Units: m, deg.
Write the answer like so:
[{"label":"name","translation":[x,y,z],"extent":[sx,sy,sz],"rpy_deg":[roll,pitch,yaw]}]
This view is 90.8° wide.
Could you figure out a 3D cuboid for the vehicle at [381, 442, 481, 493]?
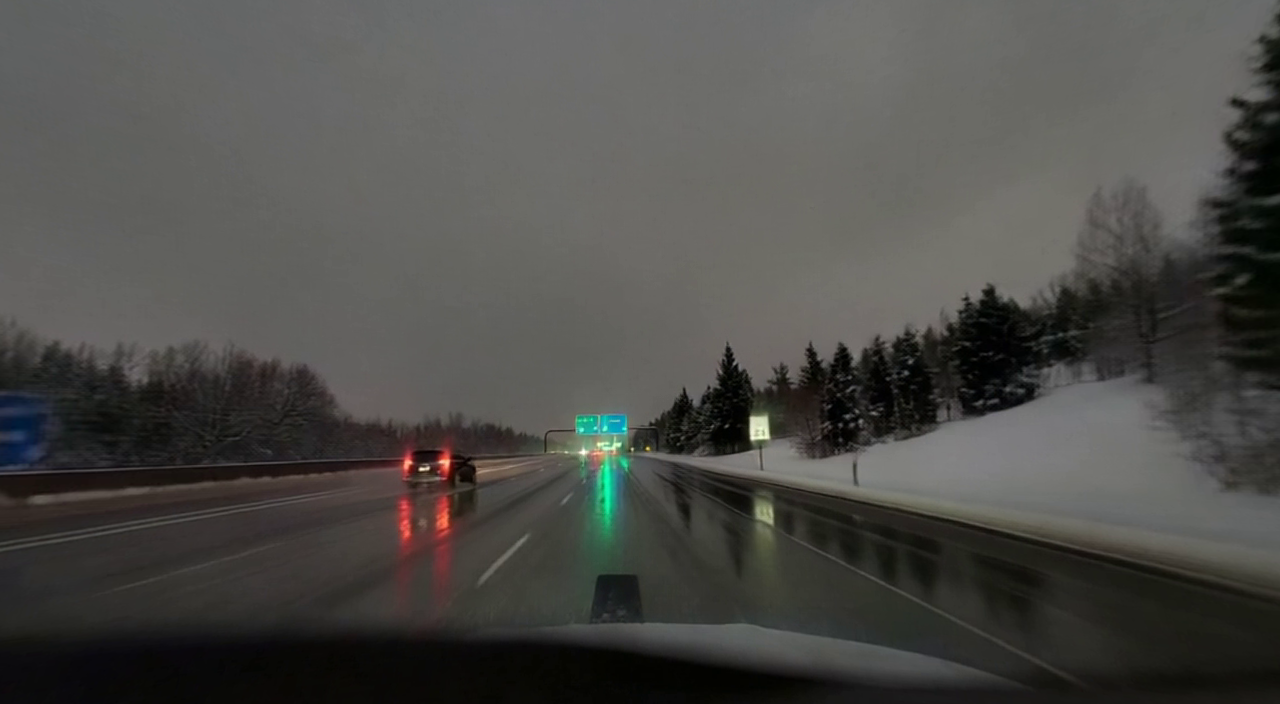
[{"label":"vehicle","translation":[-7.157,4.000,22.152],"extent":[2.098,1.606,4.227],"rpy_deg":[0,-9,-1]}]
